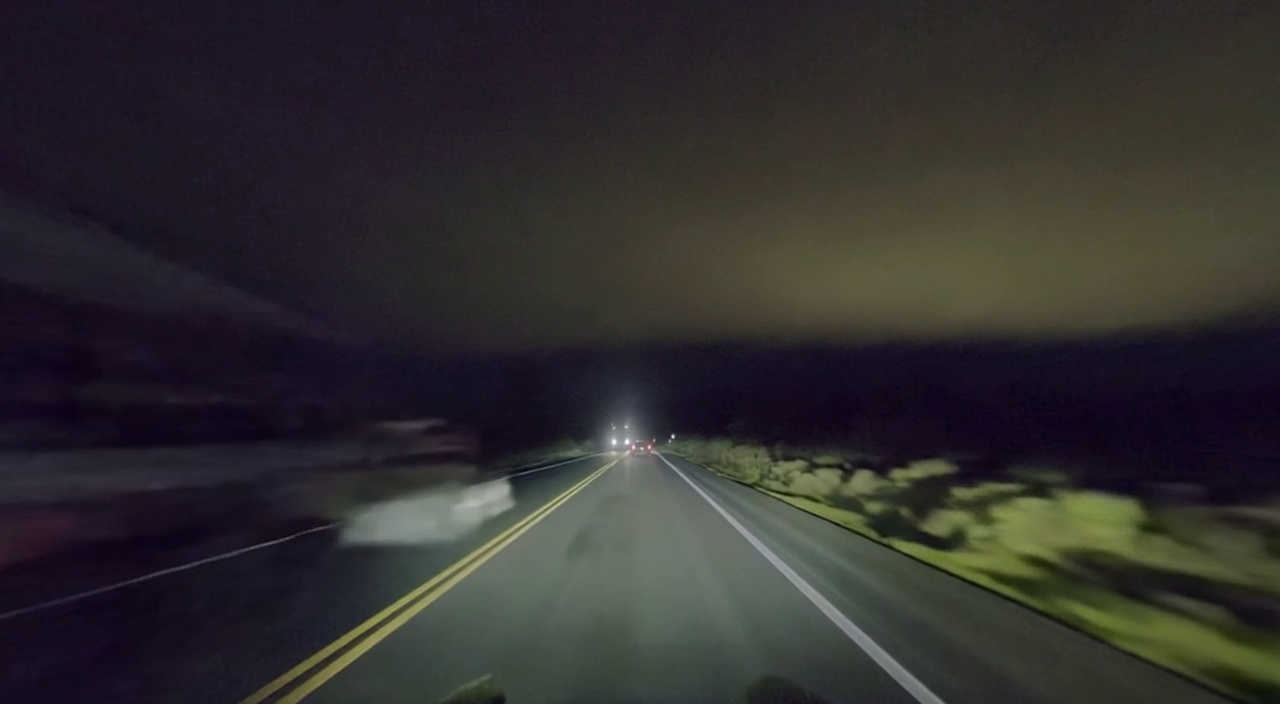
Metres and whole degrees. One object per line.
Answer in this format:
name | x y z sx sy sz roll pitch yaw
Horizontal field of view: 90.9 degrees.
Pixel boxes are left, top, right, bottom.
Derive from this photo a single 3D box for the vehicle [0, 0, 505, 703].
vehicle | -4.050 0.386 6.298 2.844 3.959 11.140 0 -8 1
